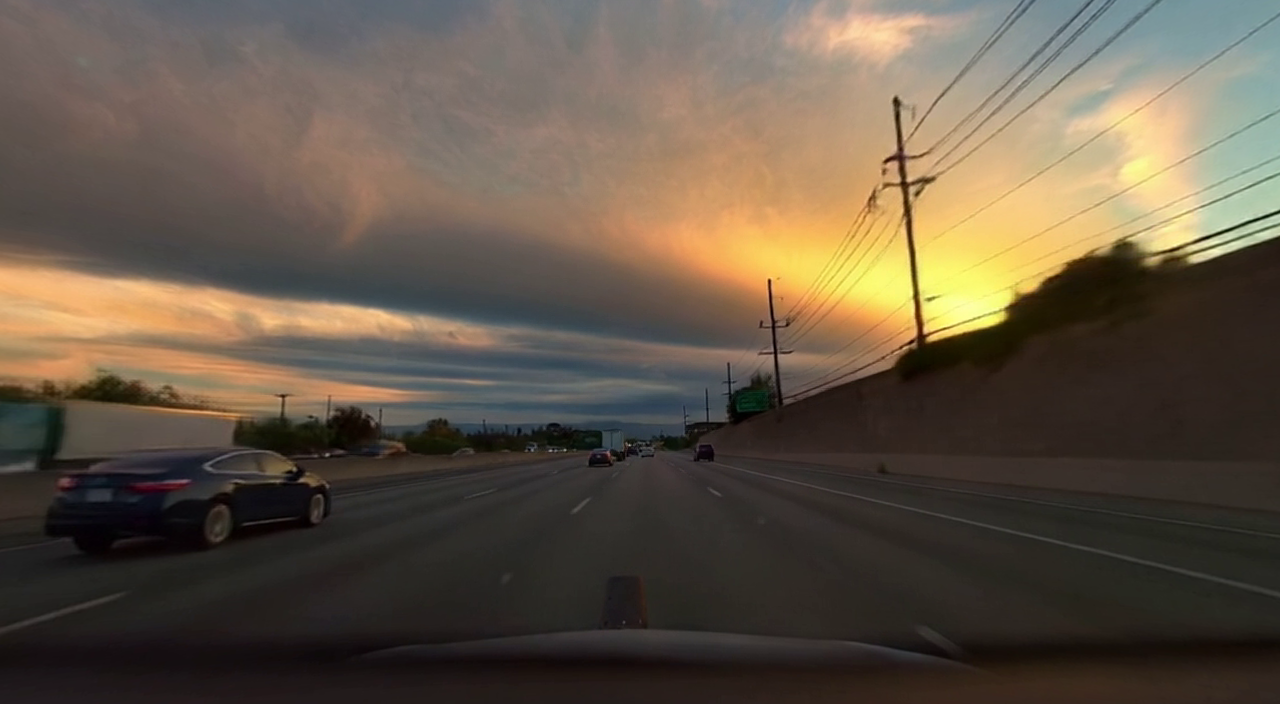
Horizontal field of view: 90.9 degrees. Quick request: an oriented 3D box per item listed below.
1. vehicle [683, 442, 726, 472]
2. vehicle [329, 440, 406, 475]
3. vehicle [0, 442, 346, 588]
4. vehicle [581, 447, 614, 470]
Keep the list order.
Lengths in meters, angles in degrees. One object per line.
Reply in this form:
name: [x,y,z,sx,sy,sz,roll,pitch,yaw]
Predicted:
vehicle: [4.146,6.808,41.105,2.214,1.799,4.627,0,-9,-1]
vehicle: [-14.895,5.809,34.783,2.134,1.785,4.629,0,-9,1]
vehicle: [-6.467,2.037,8.907,2.127,1.446,5.008,0,-9,1]
vehicle: [-2.892,7.394,43.750,2.004,1.498,4.043,0,-9,0]
